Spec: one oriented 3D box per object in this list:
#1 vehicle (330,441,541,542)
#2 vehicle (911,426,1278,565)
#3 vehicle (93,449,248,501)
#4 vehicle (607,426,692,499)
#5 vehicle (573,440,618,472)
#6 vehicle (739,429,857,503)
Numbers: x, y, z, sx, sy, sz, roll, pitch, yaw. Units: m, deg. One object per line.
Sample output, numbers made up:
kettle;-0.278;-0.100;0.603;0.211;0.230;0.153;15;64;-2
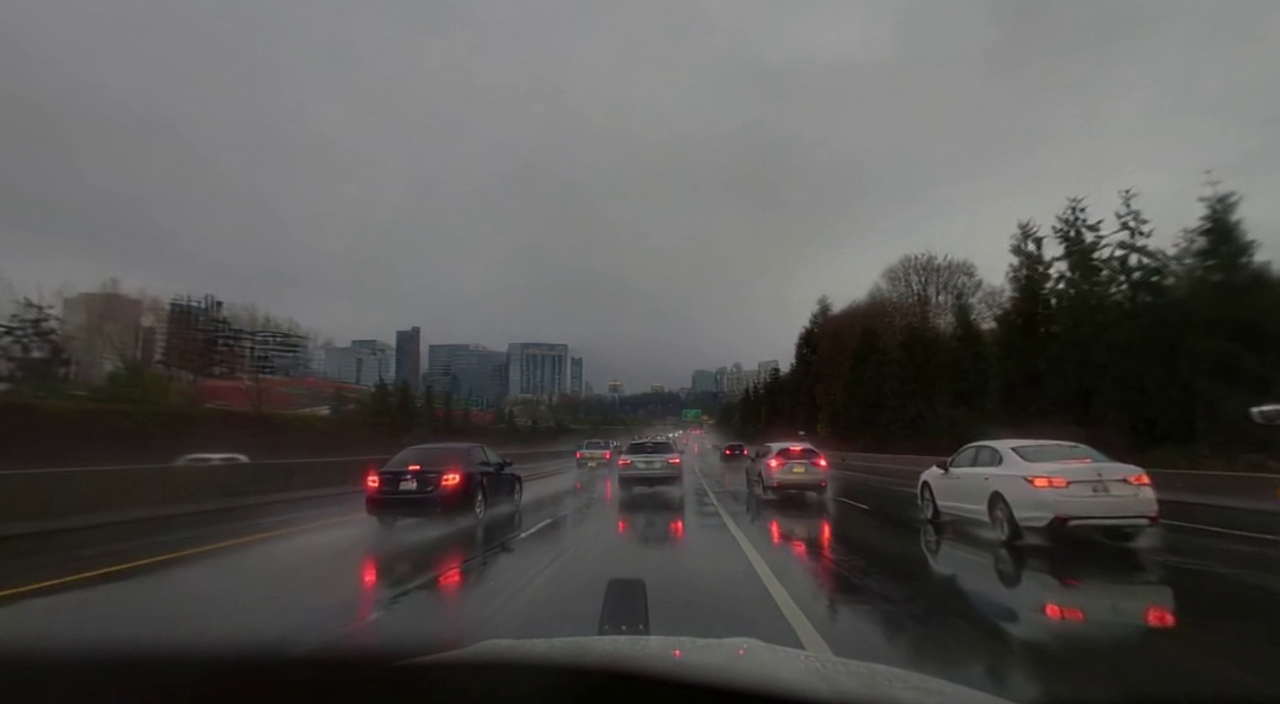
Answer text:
vehicle;-3.393;2.404;11.749;1.965;1.443;4.968;-1;-8;4
vehicle;5.835;1.871;9.022;2.053;1.473;4.383;-1;-8;2
vehicle;-16.969;4.431;23.192;1.912;1.640;4.675;-1;-8;3
vehicle;0.362;3.151;18.364;2.153;1.805;4.631;-1;-8;3
vehicle;-2.453;5.824;35.578;1.951;1.694;4.188;-1;-8;4
vehicle;4.036;2.987;17.004;2.156;1.701;4.494;-1;-8;2
